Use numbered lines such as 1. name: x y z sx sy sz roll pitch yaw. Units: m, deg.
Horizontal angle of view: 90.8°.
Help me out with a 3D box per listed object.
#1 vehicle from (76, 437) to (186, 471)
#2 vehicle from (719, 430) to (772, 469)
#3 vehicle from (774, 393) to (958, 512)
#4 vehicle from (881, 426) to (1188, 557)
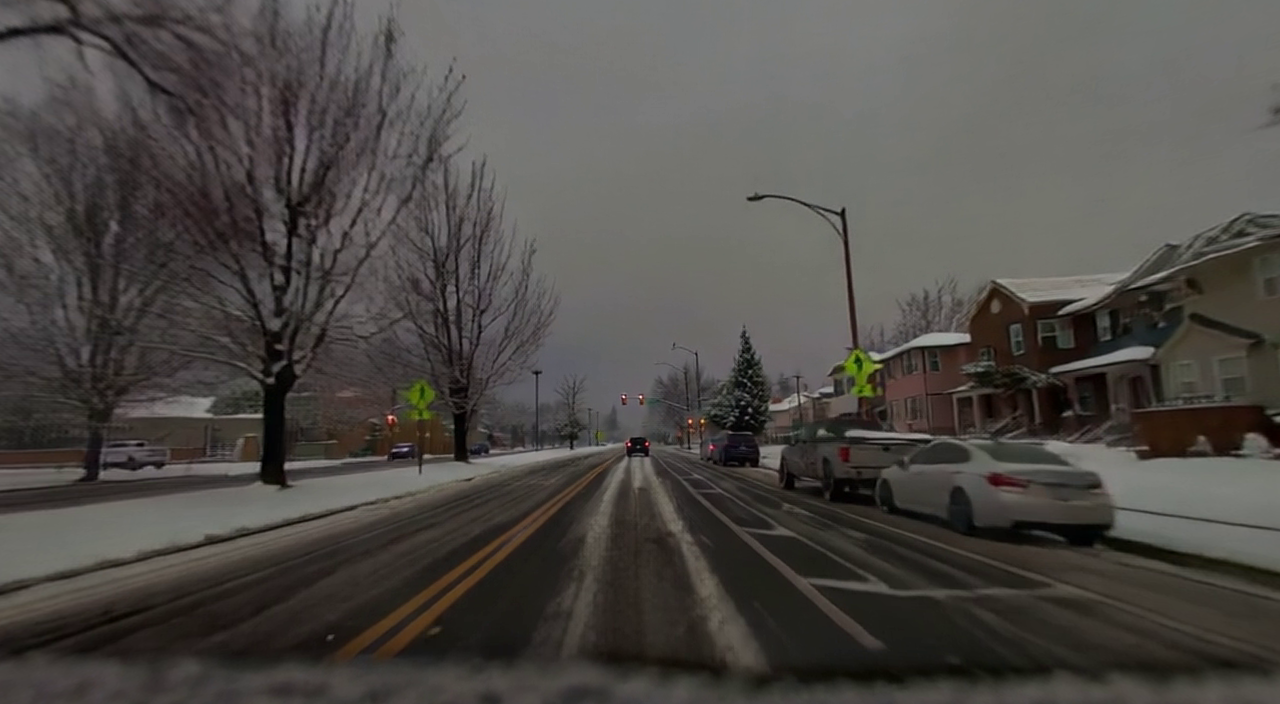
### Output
1. vehicle: -36.553 7.312 45.456 5.817 2.386 2.307 0 -9 0
2. vehicle: 5.573 5.174 33.885 2.008 1.930 4.919 0 -8 1
3. vehicle: 5.455 2.603 16.598 2.324 2.468 6.422 1 -9 -1
4. vehicle: 5.743 2.072 10.119 1.940 1.584 4.553 0 -9 0
